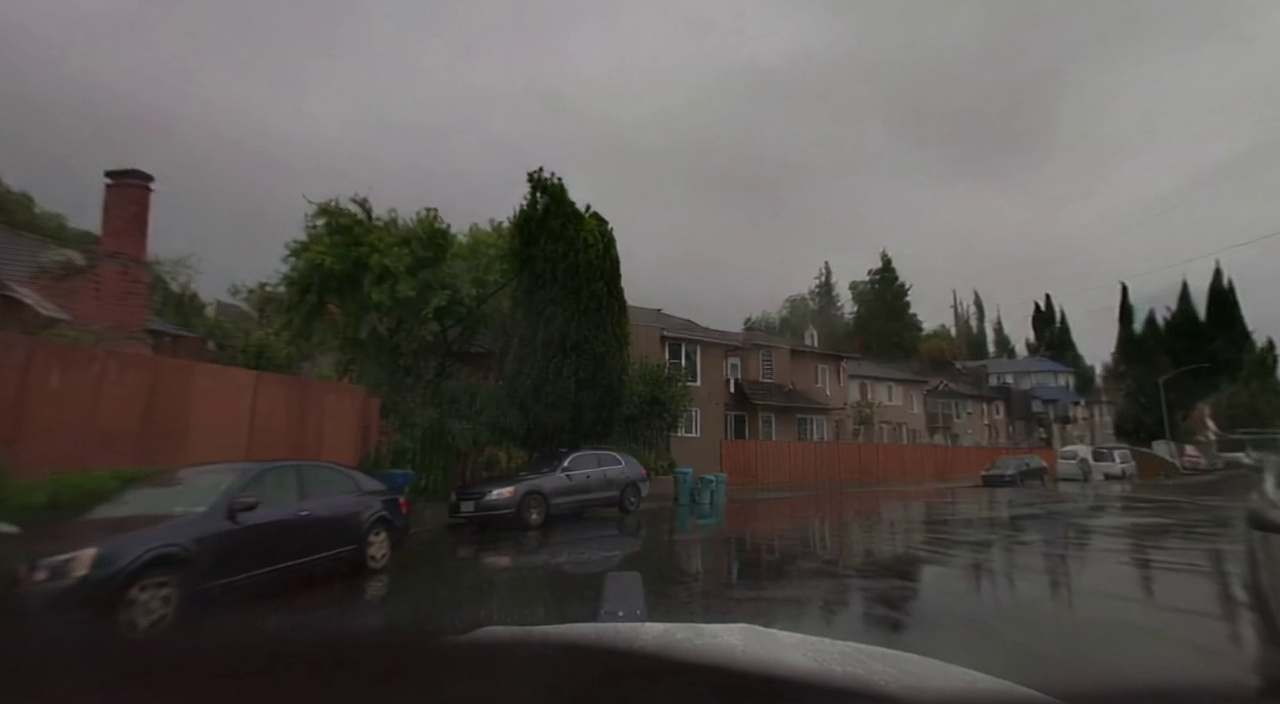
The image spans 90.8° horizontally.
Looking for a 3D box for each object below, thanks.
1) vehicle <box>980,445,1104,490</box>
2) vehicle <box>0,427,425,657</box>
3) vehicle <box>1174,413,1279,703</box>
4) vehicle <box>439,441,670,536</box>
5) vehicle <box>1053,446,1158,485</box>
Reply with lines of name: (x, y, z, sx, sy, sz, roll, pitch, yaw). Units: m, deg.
vehicle: (15.067, 4.252, 23.640, 4.731, 1.478, 1.930, 5, -10, -31)
vehicle: (-4.412, 1.743, 6.647, 1.943, 1.475, 4.701, -5, -11, 11)
vehicle: (4.685, 1.139, 3.544, 2.054, 1.509, 4.671, -6, -10, 35)
vehicle: (-1.563, 2.595, 12.725, 2.082, 1.547, 4.217, -8, -12, 43)
vehicle: (19.331, 4.635, 26.178, 4.402, 1.471, 1.803, 5, -10, -30)
